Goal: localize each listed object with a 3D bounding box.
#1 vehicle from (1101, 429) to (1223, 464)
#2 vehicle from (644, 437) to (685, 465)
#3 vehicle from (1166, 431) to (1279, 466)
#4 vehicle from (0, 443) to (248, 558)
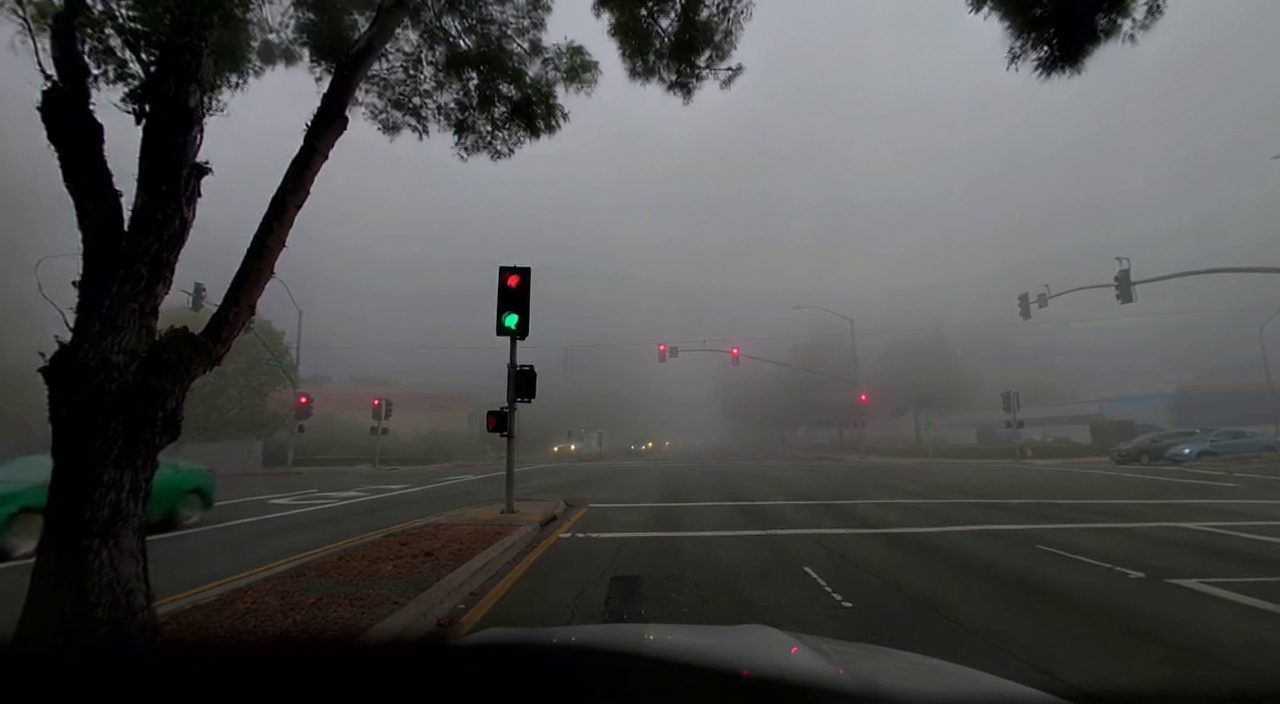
[{"bbox_3d":[25.894,4.680,31.365,4.441,1.674,2.035,1,-8,-8],"label":"vehicle"},{"bbox_3d":[1.723,6.768,43.255,2.197,1.739,4.177,-2,-8,10],"label":"vehicle"},{"bbox_3d":[26.274,4.242,27.895,4.644,1.470,1.922,1,-8,-10],"label":"vehicle"},{"bbox_3d":[-9.206,2.284,10.634,2.002,1.483,4.696,-1,-8,3],"label":"vehicle"}]
